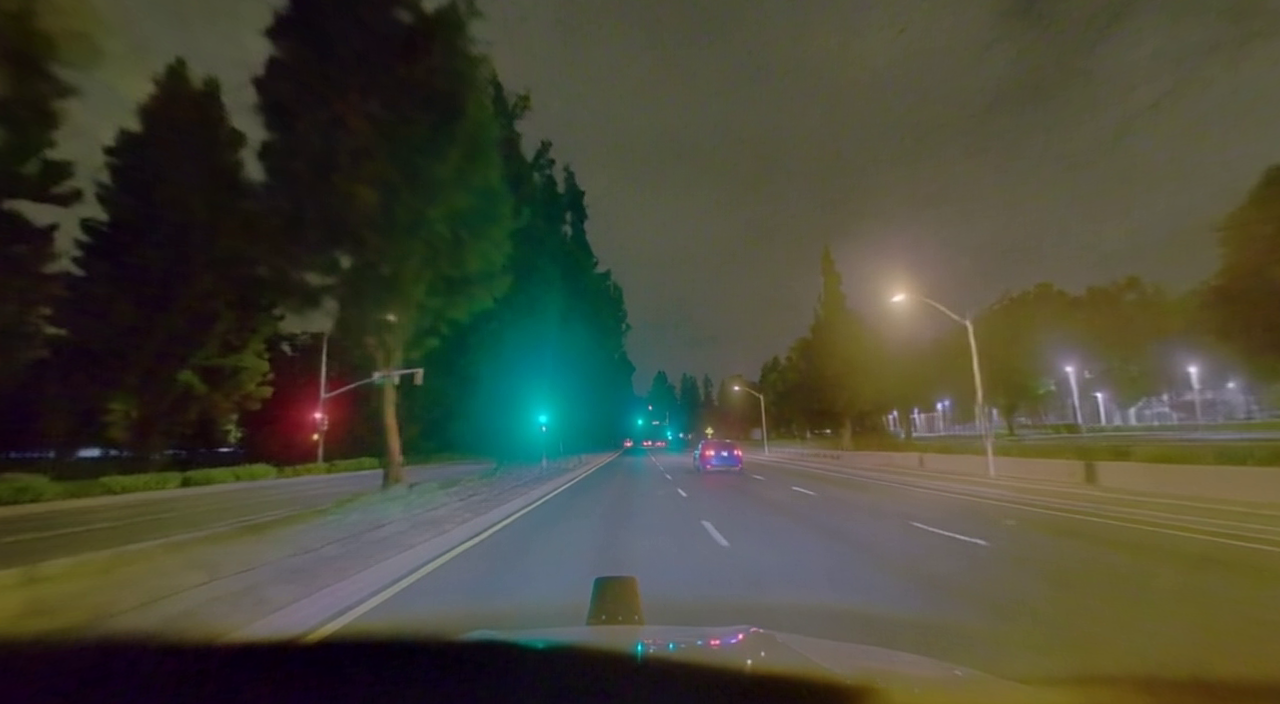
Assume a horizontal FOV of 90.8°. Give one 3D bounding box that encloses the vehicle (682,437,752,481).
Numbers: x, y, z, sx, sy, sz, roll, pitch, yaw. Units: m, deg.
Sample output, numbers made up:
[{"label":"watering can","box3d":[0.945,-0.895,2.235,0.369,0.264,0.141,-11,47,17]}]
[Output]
[{"label":"vehicle","box3d":[2.787,4.000,23.900,2.056,1.483,4.091,0,-8,-1]}]
